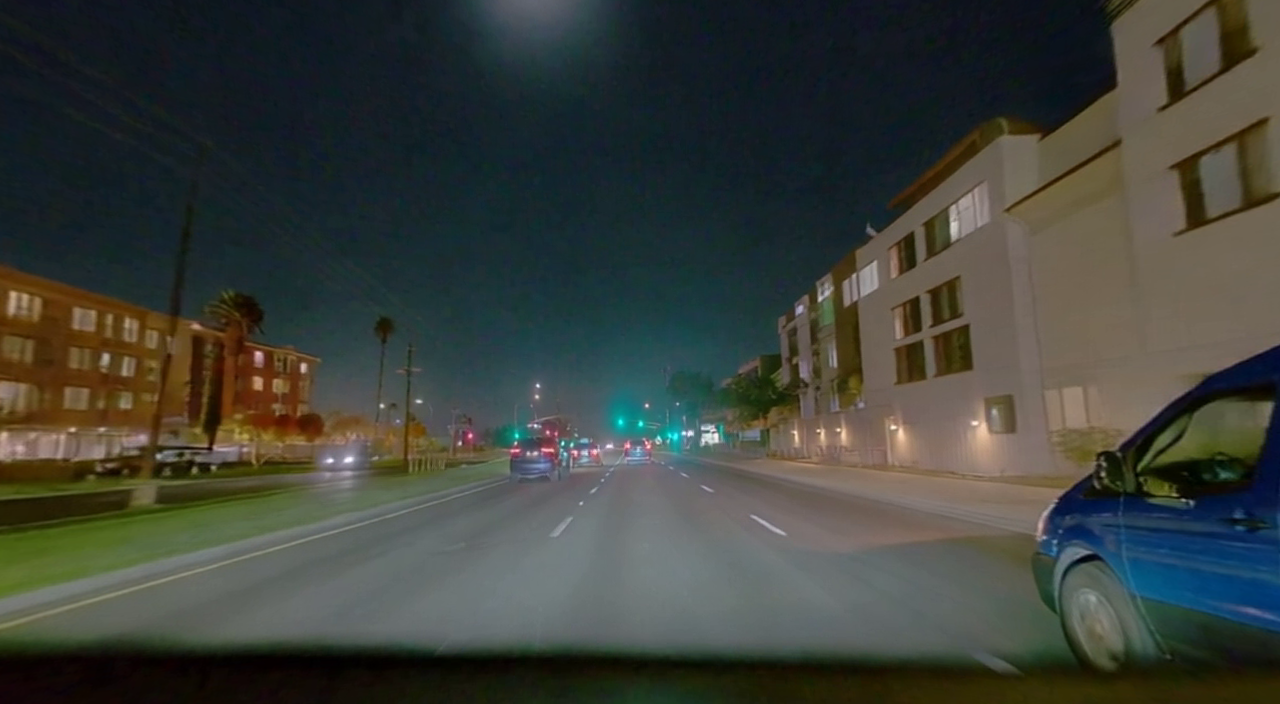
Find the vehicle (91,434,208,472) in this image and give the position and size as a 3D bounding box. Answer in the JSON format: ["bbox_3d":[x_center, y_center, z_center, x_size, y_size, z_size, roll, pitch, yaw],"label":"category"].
[{"bbox_3d":[-30.264,6.233,39.085,5.583,2.103,2.086,-1,-6,2],"label":"vehicle"}]

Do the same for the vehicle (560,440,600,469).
[{"bbox_3d":[-3.219,5.587,34.662,1.869,1.454,4.142,0,-8,-1],"label":"vehicle"}]

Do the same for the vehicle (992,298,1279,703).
[{"bbox_3d":[3.699,0.678,2.075,2.234,1.912,4.847,0,-8,0],"label":"vehicle"}]

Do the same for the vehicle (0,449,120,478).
[{"bbox_3d":[-30.509,5.854,33.258,4.474,1.393,1.920,1,-7,-1],"label":"vehicle"}]

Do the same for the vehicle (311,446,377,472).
[{"bbox_3d":[-18.729,6.776,40.226,1.911,1.479,4.713,0,-8,1],"label":"vehicle"}]

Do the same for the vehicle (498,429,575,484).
[{"bbox_3d":[-3.482,3.611,22.020,1.967,1.703,4.157,0,-8,0],"label":"vehicle"}]

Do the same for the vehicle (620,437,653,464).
[{"bbox_3d":[-0.275,6.729,43.447,2.191,1.761,3.857,0,-8,-2],"label":"vehicle"}]
